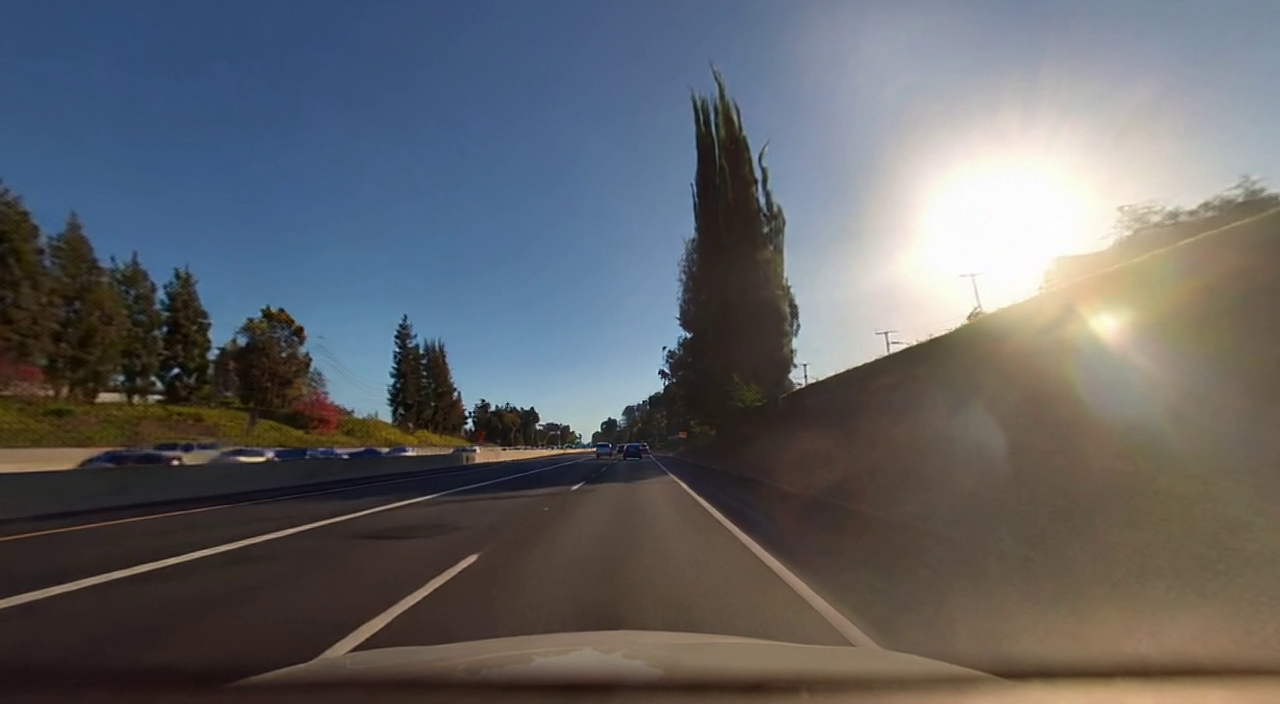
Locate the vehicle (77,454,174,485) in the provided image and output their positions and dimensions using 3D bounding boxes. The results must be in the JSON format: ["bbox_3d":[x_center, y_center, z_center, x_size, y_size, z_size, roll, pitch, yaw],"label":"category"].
[{"bbox_3d":[-29.696,6.777,36.537,1.897,1.599,4.359,0,-9,0],"label":"vehicle"}]

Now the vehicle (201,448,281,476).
[{"bbox_3d":[-25.564,7.021,40.598,1.961,1.669,4.780,0,-9,1],"label":"vehicle"}]
